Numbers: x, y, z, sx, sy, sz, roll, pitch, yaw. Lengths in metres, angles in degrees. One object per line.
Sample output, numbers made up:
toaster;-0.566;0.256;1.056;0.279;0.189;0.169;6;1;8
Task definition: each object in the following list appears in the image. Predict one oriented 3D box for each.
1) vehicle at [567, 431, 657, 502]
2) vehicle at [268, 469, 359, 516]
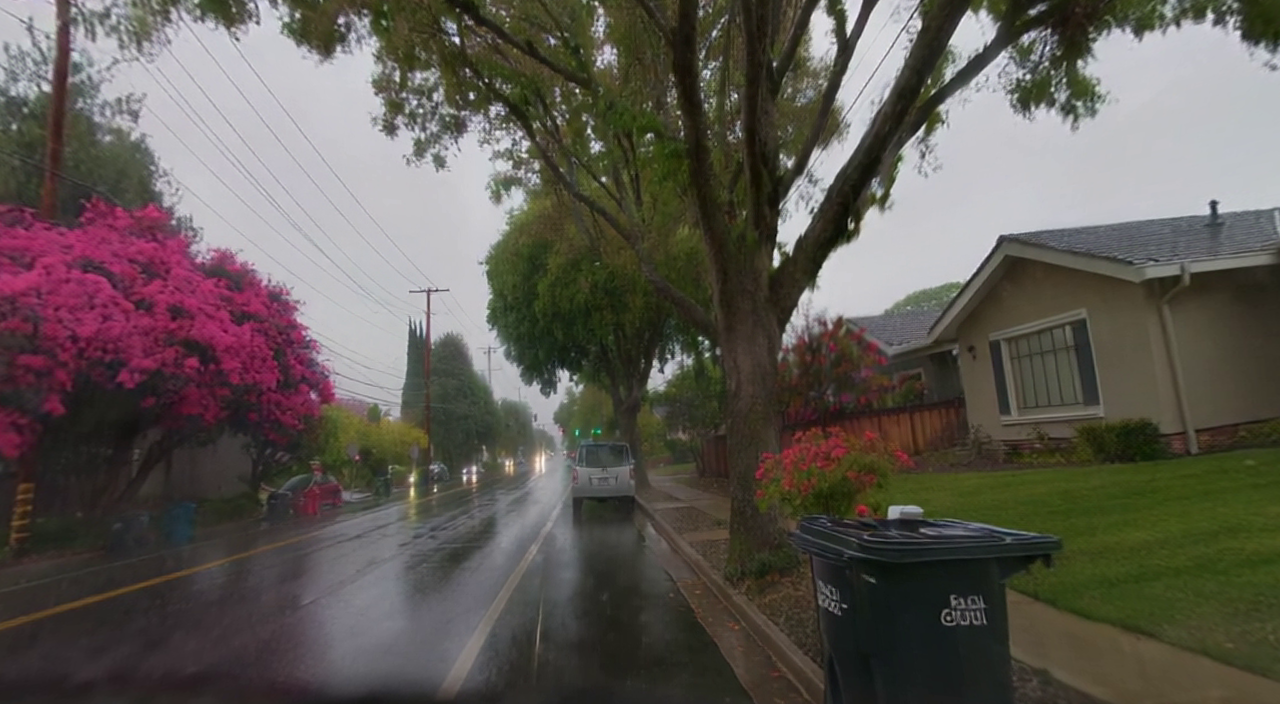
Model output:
vehicle;-0.828;3.076;17.388;2.190;1.708;4.115;0;-8;-4
vehicle;-13.775;5.914;26.990;1.982;1.660;4.142;1;-8;-6
